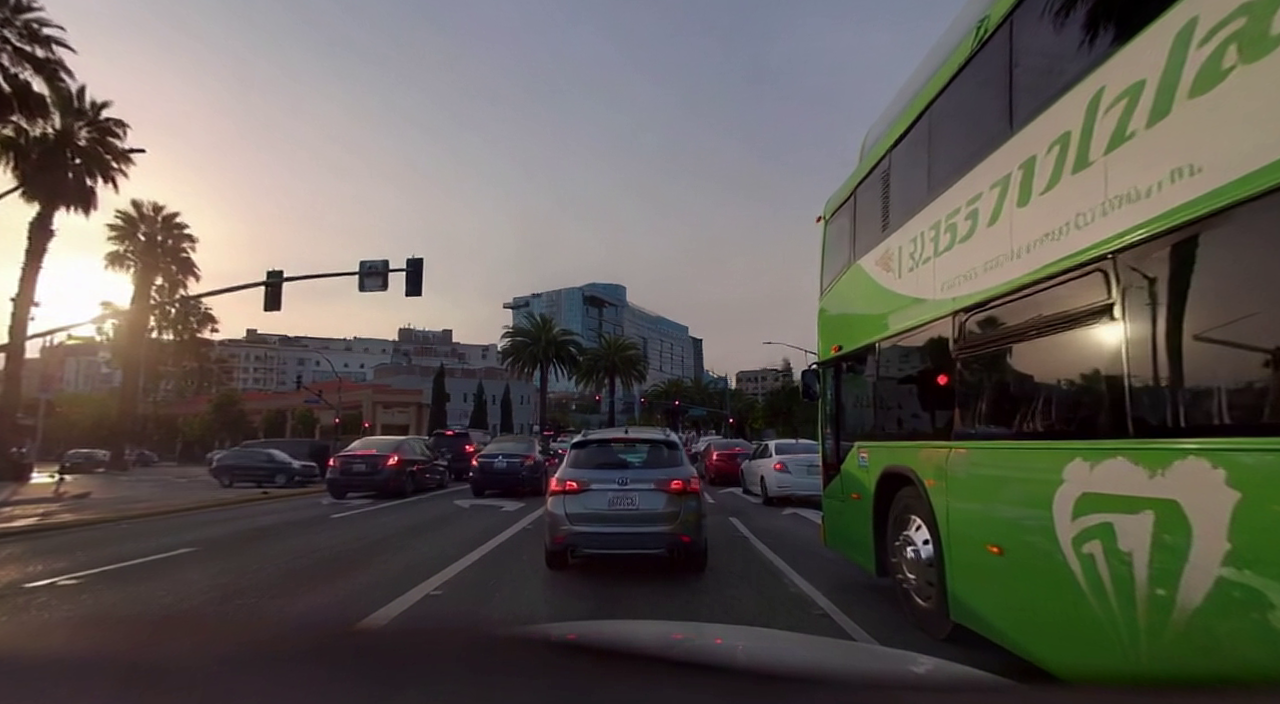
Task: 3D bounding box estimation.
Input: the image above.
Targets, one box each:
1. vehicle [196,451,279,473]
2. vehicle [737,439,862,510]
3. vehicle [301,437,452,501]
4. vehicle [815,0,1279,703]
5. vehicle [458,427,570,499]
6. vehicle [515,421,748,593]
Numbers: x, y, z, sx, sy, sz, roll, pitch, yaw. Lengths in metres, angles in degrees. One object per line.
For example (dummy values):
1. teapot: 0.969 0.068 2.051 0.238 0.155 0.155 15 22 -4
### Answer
1. vehicle: -28.872 7.886 45.402 4.630 1.473 1.837 0 -9 -5
2. vehicle: 3.683 2.905 15.510 1.989 1.467 4.364 0 -9 1
3. vehicle: -6.930 3.123 17.328 1.927 1.480 4.832 0 -9 2
4. vehicle: 3.550 -0.538 0.569 2.970 4.015 13.606 0 -9 0
5. vehicle: -3.285 3.015 17.481 2.020 1.721 4.366 -1 -9 2
6. vehicle: -0.087 1.666 7.583 2.060 1.499 3.831 0 -9 0
